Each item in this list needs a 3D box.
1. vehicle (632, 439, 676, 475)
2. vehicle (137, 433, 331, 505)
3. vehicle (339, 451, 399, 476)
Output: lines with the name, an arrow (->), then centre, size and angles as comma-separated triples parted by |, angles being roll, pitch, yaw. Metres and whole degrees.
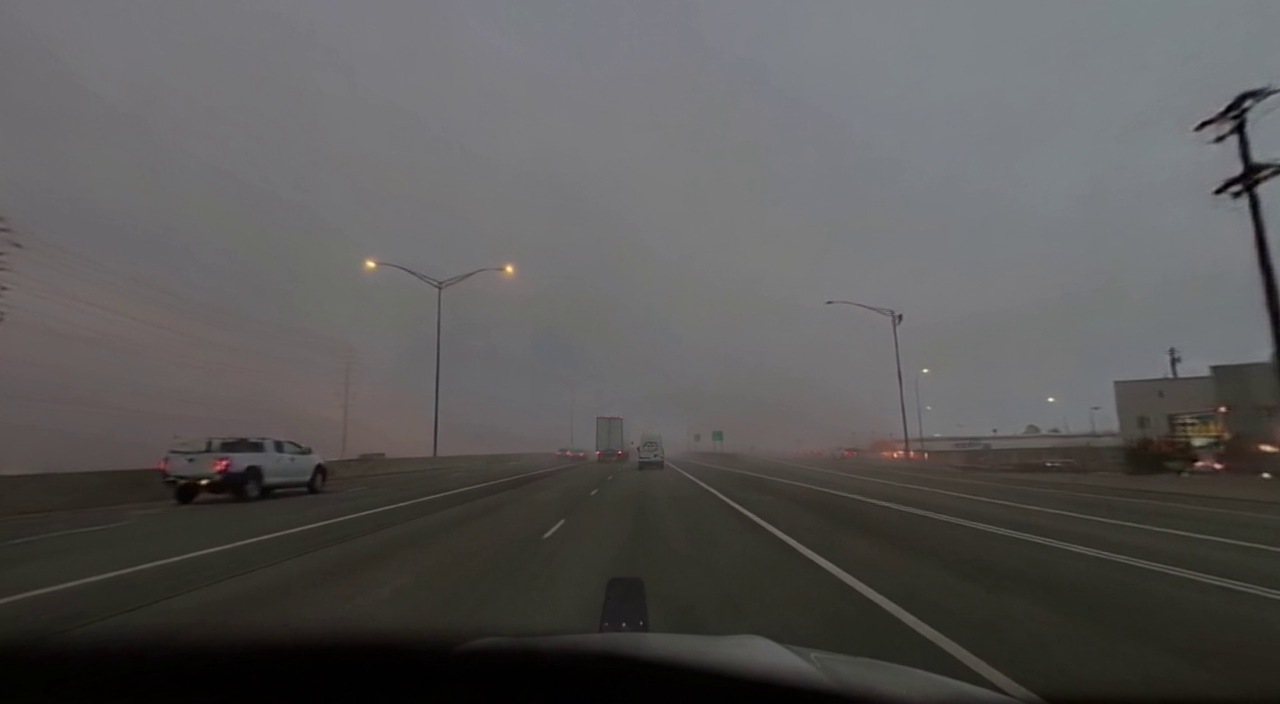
vehicle -> 0.742, 5.860, 35.452 | 2.279, 1.837, 4.747 | 0, -8, 0
vehicle -> -10.856, 3.141, 17.437 | 2.097, 1.673, 4.730 | 0, -8, 1
vehicle -> -16.358, 6.721, 38.270 | 1.938, 1.421, 3.567 | -1, -8, 2
